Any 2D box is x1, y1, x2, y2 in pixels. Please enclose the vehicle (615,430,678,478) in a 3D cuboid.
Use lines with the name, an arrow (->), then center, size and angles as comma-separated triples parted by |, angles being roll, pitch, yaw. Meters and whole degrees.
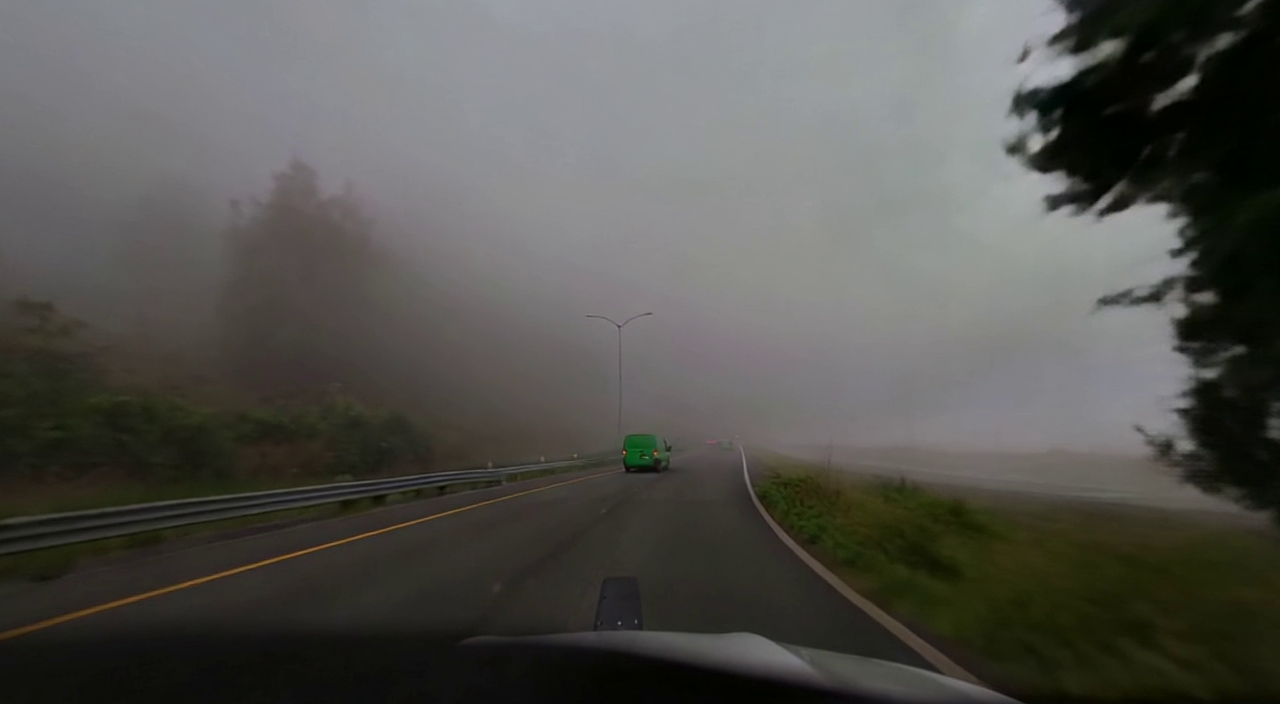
vehicle -> 0.383, 4.705, 29.145 | 2.270, 2.023, 4.632 | -2, -9, 9
